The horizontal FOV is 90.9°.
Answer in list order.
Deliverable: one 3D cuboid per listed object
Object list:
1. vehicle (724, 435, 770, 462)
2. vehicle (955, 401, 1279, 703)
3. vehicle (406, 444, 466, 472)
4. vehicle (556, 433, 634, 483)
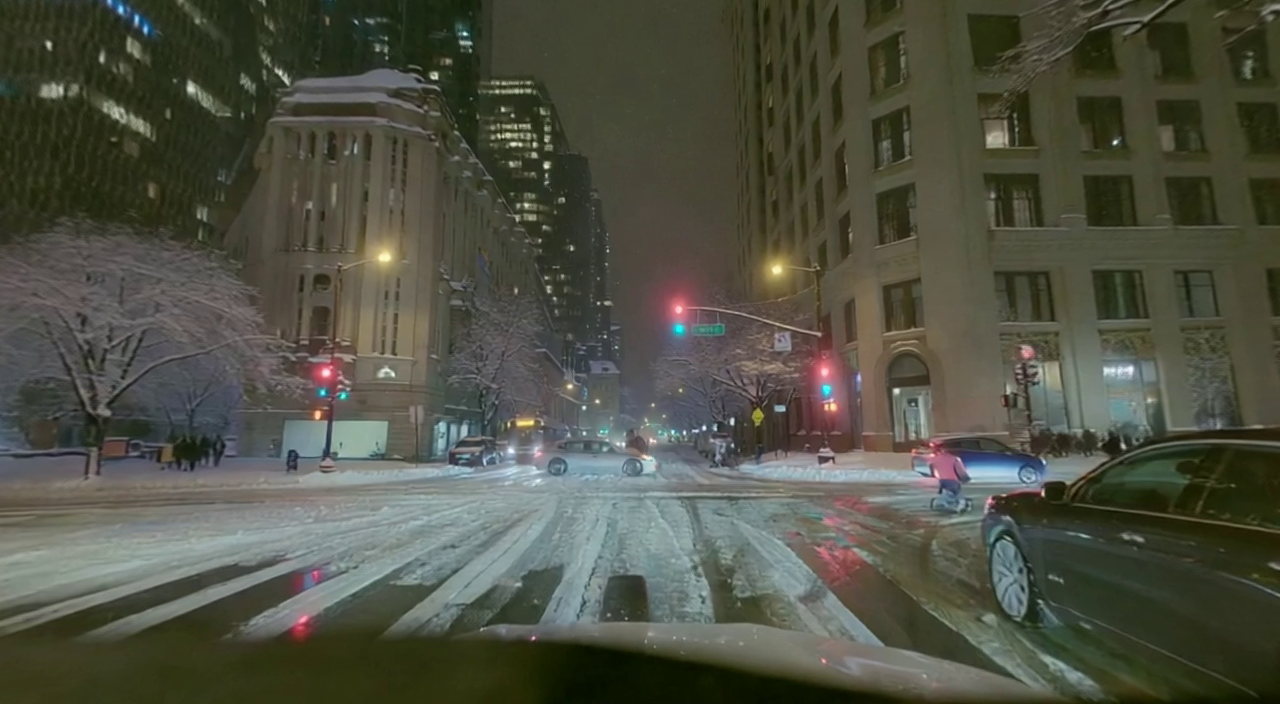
[{"bbox_3d":[6.405,5.827,38.164,1.926,1.574,3.961,0,-8,-2],"label":"vehicle"},{"bbox_3d":[3.830,1.177,4.033,2.006,1.495,4.271,-1,-8,10],"label":"vehicle"},{"bbox_3d":[-11.776,6.120,36.721,1.998,1.505,4.405,0,-8,0],"label":"vehicle"},{"bbox_3d":[-1.857,3.870,23.649,2.050,1.465,5.388,-1,-6,-13],"label":"vehicle"}]
